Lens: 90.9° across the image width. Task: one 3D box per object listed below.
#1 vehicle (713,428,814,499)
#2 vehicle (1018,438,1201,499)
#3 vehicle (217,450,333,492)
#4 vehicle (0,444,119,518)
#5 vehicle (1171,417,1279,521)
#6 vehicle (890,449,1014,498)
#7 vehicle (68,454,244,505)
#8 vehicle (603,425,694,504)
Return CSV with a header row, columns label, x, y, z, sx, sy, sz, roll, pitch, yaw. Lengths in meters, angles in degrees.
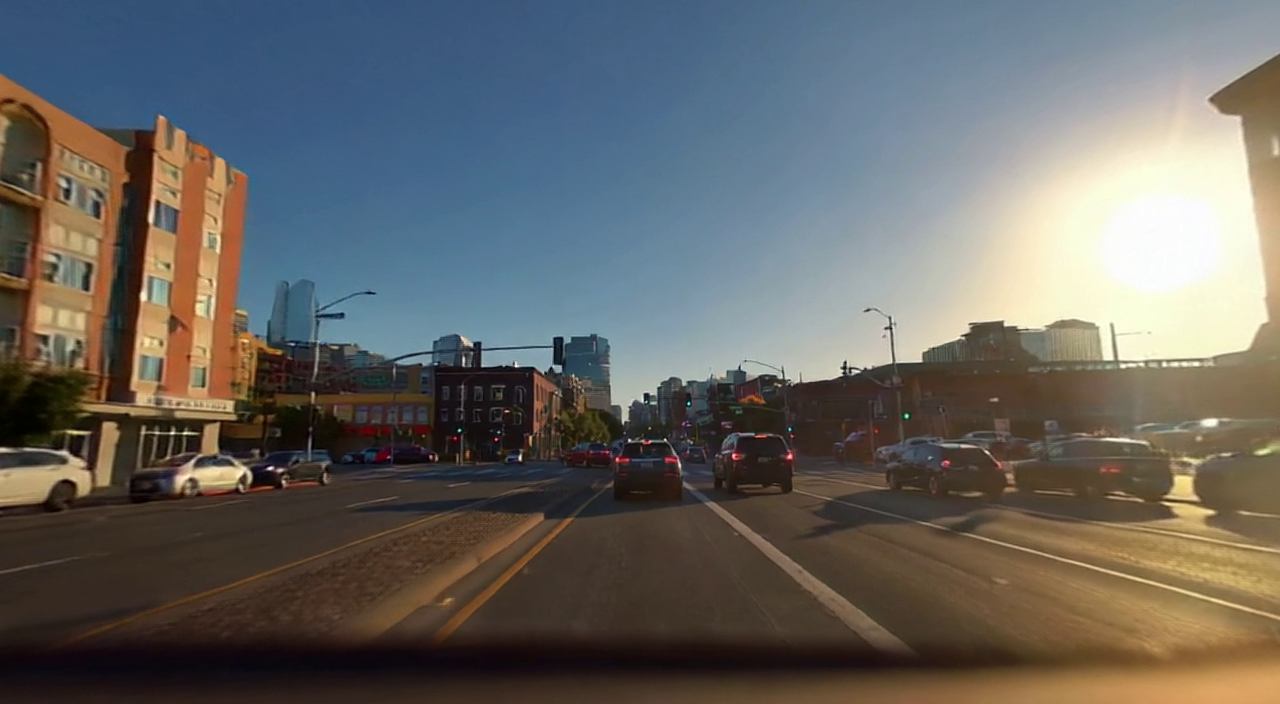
label,x,y,z,sx,sy,sz,roll,pitch,yaw
vehicle,3.681,3.428,19.870,2.115,1.932,5.189,0,-8,0
vehicle,13.901,3.493,19.116,2.022,1.590,4.466,-1,-10,-1
vehicle,-15.628,5.078,27.390,2.096,1.416,4.885,1,-6,0
vehicle,-15.623,3.059,15.140,1.825,1.685,5.220,1,-9,-1
vehicle,13.859,2.218,12.241,2.172,2.060,5.546,-3,-9,0
vehicle,10.297,4.016,21.278,1.863,1.426,4.494,0,-8,-1
vehicle,-15.606,4.094,20.814,1.792,1.429,5.161,0,-9,-1
vehicle,0.189,3.040,17.474,2.157,1.863,4.665,0,-8,0
